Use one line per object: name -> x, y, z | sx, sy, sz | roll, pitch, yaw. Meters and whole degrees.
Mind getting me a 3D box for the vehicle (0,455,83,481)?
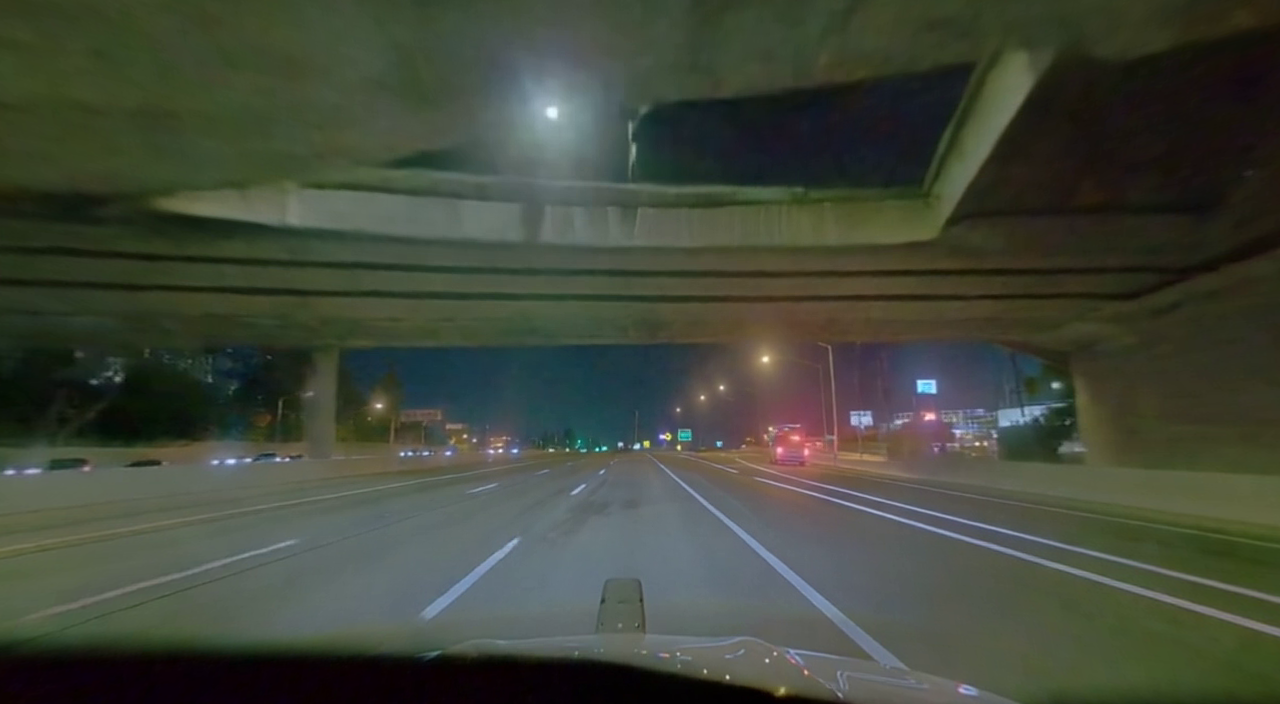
vehicle -> -44.672, 8.490, 46.308 | 1.940, 1.679, 5.946 | 0, -9, 0
